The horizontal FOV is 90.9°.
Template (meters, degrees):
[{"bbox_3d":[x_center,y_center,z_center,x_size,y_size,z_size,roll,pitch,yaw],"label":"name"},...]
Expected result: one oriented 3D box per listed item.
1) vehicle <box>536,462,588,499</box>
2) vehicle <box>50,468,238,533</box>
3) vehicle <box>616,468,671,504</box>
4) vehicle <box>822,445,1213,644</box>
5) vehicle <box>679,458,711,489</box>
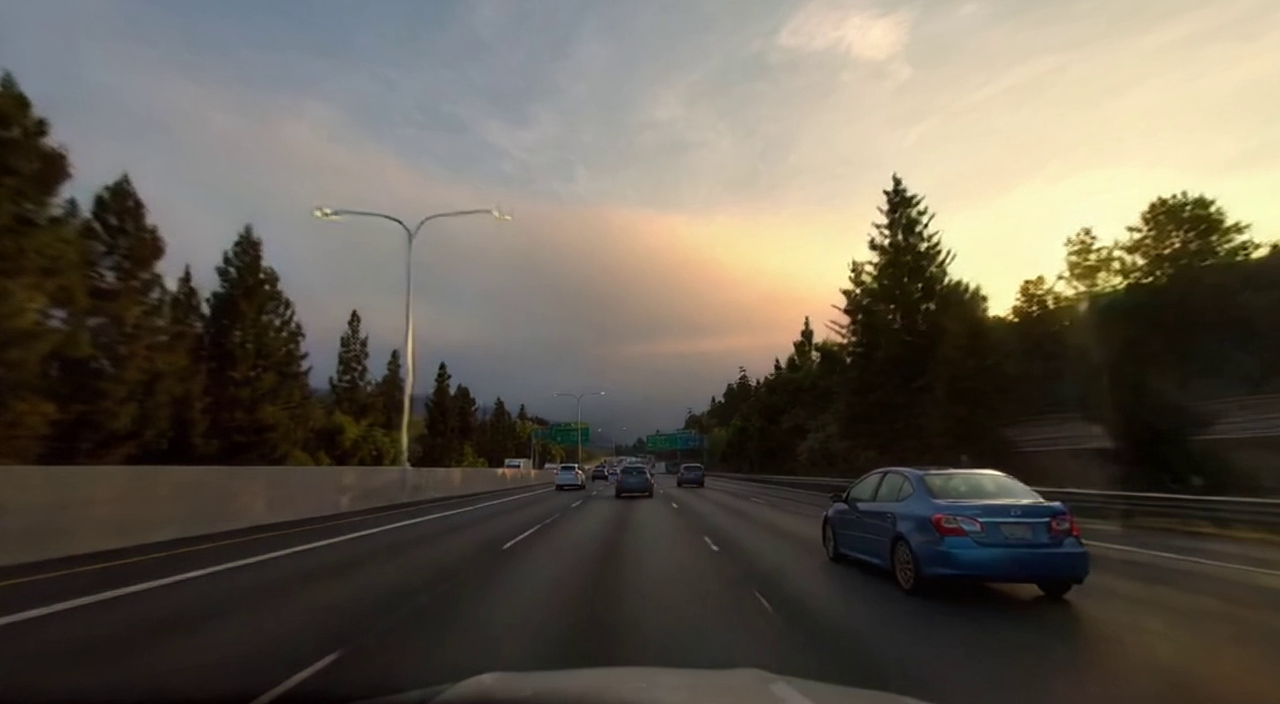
[{"bbox_3d":[-3.910,6.510,32.179,2.021,1.706,4.247,0,-10,1],"label":"vehicle"},{"bbox_3d":[-12.478,3.722,16.208,1.767,1.415,3.665,1,-10,1],"label":"vehicle"},{"bbox_3d":[0.152,5.835,27.709,2.241,1.425,3.973,1,-10,0],"label":"vehicle"},{"bbox_3d":[3.615,1.910,7.062,1.938,1.561,3.786,1,-10,-1],"label":"vehicle"},{"bbox_3d":[4.146,9.195,47.767,2.030,2.172,3.621,1,-10,-1],"label":"vehicle"}]
